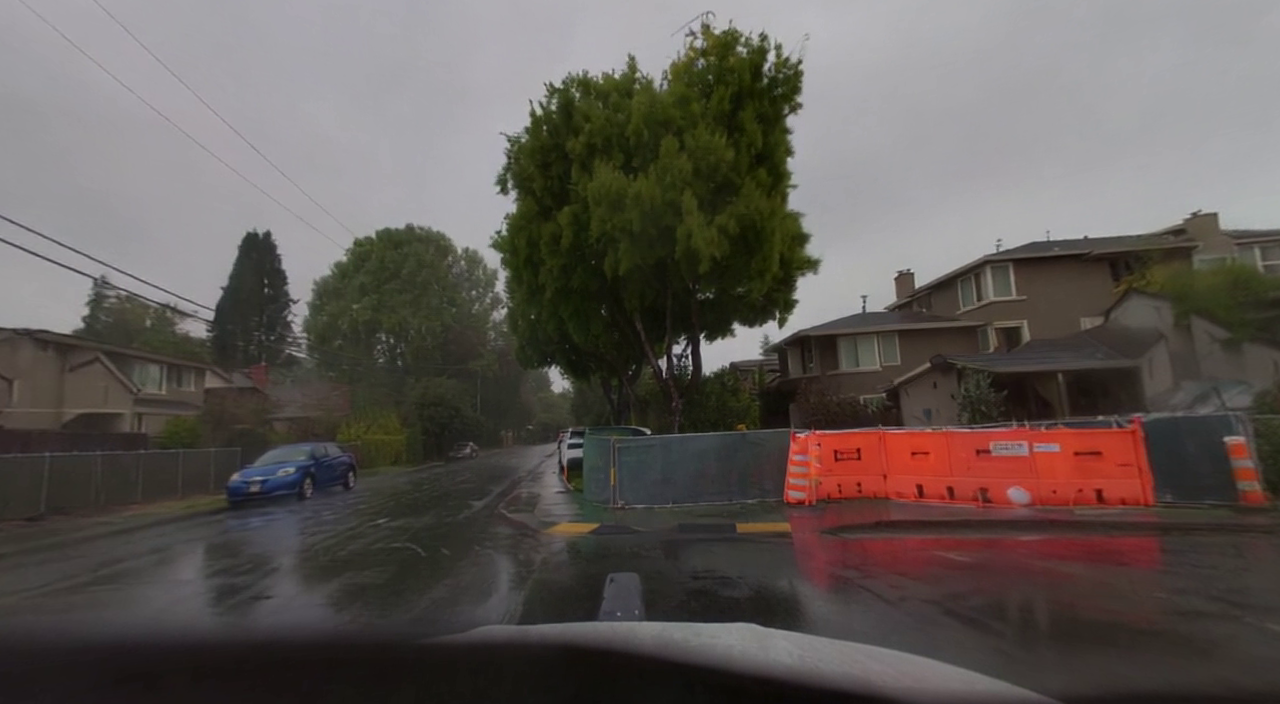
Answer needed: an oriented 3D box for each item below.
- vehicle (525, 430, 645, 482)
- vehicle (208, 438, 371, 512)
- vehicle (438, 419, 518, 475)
[{"bbox_3d":[-1.625,3.223,19.955,1.827,1.436,4.070,-4,-9,28],"label":"vehicle"},{"bbox_3d":[-8.341,2.893,15.482,1.899,1.524,4.082,0,-8,-5],"label":"vehicle"},{"bbox_3d":[-6.274,3.716,24.971,2.219,1.984,4.712,0,-8,-4],"label":"vehicle"}]
